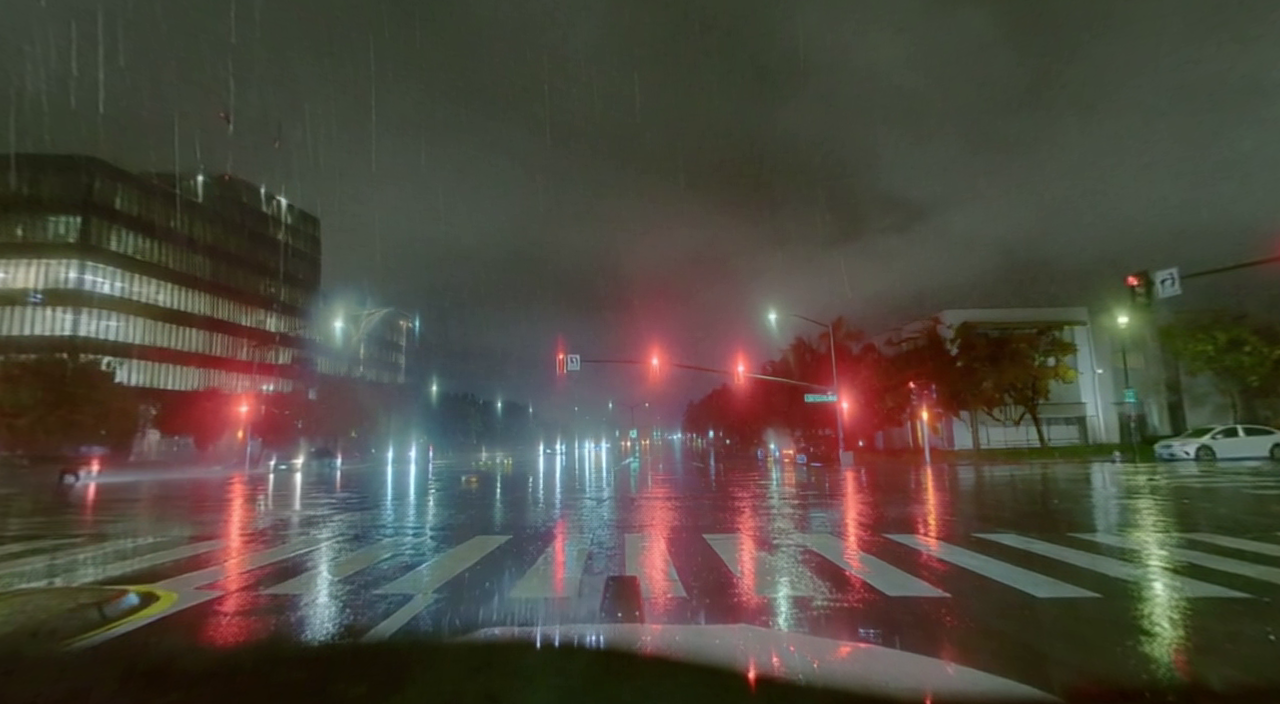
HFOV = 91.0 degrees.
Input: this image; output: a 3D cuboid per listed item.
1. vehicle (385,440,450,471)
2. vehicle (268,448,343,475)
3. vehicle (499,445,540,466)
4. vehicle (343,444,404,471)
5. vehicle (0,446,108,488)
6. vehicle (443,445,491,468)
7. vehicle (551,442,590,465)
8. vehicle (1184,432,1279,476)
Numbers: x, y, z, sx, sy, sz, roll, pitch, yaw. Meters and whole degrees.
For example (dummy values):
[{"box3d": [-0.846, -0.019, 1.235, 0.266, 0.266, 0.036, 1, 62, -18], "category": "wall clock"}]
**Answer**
[{"box3d": [-15.138, 7.041, 43.151, 2.340, 1.946, 5.450, 0, -9, 2], "category": "vehicle"}, {"box3d": [-21.834, 7.148, 41.303, 1.929, 1.619, 4.577, -1, -9, 8], "category": "vehicle"}, {"box3d": [-8.097, 7.004, 42.605, 1.910, 1.321, 3.692, 0, -9, 1], "category": "vehicle"}, {"box3d": [-18.554, 7.343, 44.000, 2.237, 1.801, 4.541, 0, -9, 0], "category": "vehicle"}, {"box3d": [-28.686, 5.423, 29.965, 4.884, 1.839, 2.032, 7, -12, -42], "category": "vehicle"}, {"box3d": [-11.640, 7.070, 42.691, 1.911, 1.476, 4.297, -1, -9, 2], "category": "vehicle"}, {"box3d": [-4.533, 6.724, 41.675, 1.954, 1.431, 4.050, 0, -9, 2], "category": "vehicle"}, {"box3d": [22.317, 3.583, 22.237, 4.474, 1.477, 1.908, 0, -9, -3], "category": "vehicle"}]
